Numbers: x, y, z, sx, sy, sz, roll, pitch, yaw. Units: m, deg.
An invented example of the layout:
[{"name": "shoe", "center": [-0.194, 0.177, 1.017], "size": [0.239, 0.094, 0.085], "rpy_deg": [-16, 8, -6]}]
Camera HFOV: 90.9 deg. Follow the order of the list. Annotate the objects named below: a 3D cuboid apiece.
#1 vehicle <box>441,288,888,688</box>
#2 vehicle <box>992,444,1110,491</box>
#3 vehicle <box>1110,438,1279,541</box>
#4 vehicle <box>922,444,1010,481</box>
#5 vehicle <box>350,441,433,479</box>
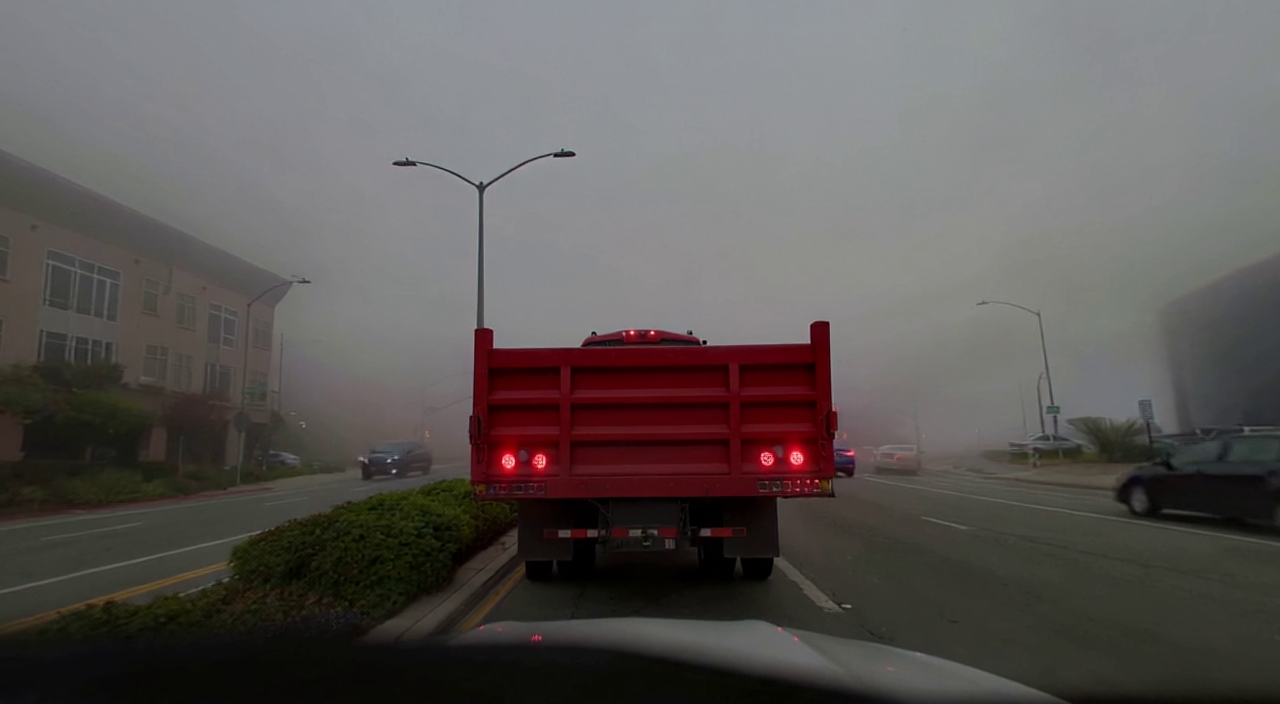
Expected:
[{"name": "vehicle", "center": [0.288, 1.300, 7.378], "size": [2.650, 2.391, 7.008], "rpy_deg": [-1, -8, 3]}, {"name": "vehicle", "center": [14.326, 4.008, 22.248], "size": [1.702, 1.475, 3.670], "rpy_deg": [-1, -8, 1]}, {"name": "vehicle", "center": [10.200, 2.157, 10.320], "size": [1.907, 1.465, 4.077], "rpy_deg": [-1, -8, 2]}, {"name": "vehicle", "center": [14.193, 4.802, 27.743], "size": [1.777, 1.488, 4.081], "rpy_deg": [-1, -8, 1]}, {"name": "vehicle", "center": [-14.009, 6.107, 36.061], "size": [2.218, 1.926, 5.753], "rpy_deg": [-1, -8, 2]}]
